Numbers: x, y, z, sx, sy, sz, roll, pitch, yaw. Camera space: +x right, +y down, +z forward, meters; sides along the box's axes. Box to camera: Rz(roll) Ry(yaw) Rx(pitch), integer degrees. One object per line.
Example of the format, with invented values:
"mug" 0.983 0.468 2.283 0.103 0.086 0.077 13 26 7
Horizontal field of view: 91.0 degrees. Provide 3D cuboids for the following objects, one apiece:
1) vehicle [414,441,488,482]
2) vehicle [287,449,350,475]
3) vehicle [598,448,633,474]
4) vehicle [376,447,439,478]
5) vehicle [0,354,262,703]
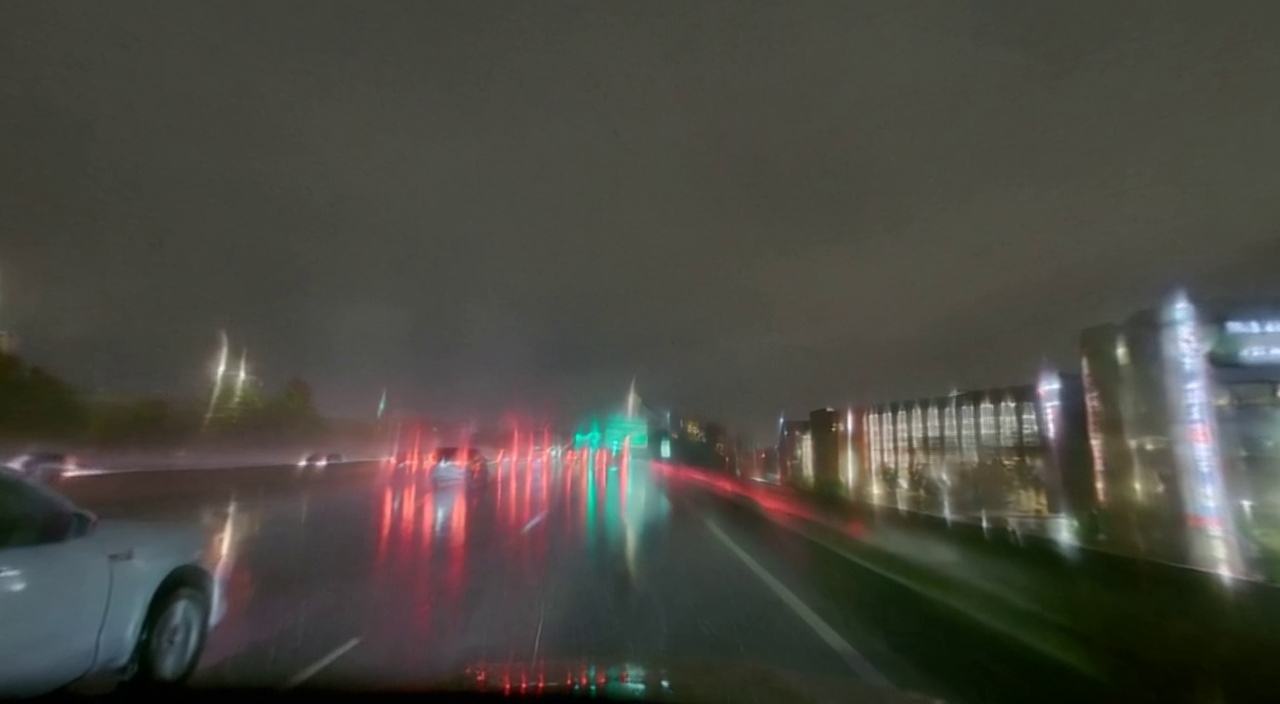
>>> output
"vehicle" -8.452 4.924 28.608 2.065 1.689 4.399 0 -8 -1
"vehicle" -21.617 7.358 42.545 1.928 1.610 4.484 0 -8 -2
"vehicle" -1.559 6.826 39.808 2.110 1.501 4.319 0 -8 -2
"vehicle" -12.336 5.870 33.655 1.936 1.501 3.900 0 -8 -1
"vehicle" -3.686 0.791 2.028 2.036 1.717 4.592 0 -8 0
